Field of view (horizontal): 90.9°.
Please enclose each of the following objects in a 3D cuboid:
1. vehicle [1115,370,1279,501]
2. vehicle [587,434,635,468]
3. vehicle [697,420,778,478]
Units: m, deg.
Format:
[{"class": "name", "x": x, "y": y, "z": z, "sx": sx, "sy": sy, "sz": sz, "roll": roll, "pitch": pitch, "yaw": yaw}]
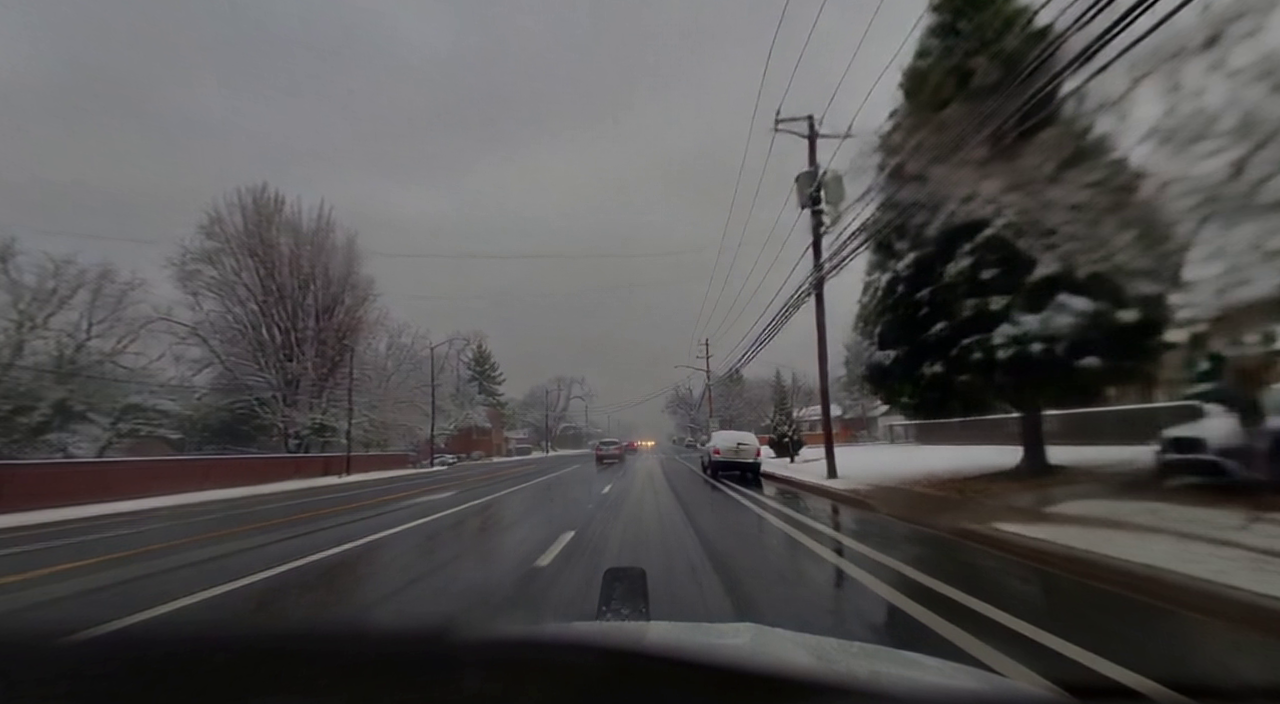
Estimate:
[{"class": "vehicle", "x": 11.226, "y": 1.119, "z": 10.250, "sx": 5.042, "sy": 1.803, "sz": 2.134, "roll": -7, "pitch": -9, "yaw": 0}, {"class": "vehicle", "x": -1.606, "y": 5.748, "z": 36.716, "sx": 2.327, "sy": 1.861, "sz": 4.941, "roll": -1, "pitch": -9, "yaw": 2}, {"class": "vehicle", "x": 4.080, "y": 4.234, "z": 27.564, "sx": 2.622, "sy": 2.137, "sz": 6.267, "roll": 1, "pitch": -9, "yaw": 1}]
